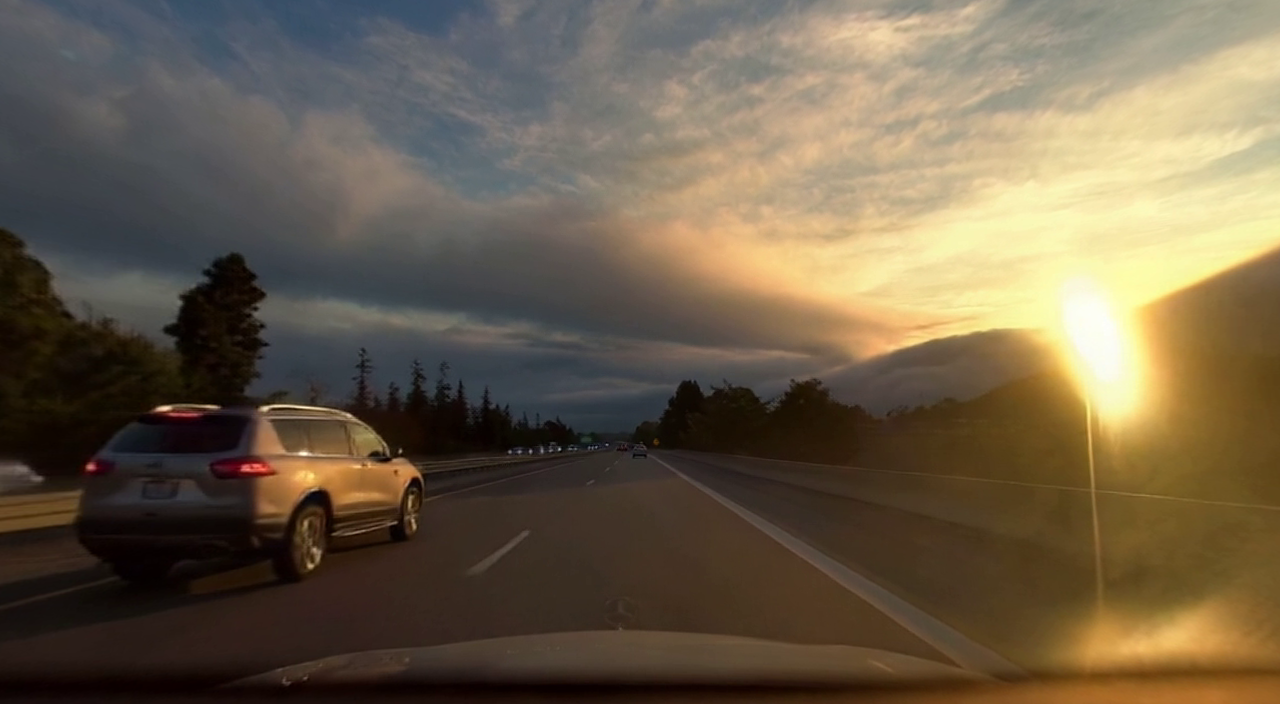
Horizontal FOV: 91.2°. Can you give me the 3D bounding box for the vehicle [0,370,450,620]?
[{"bbox_3d":[-3.924,1.376,6.845,2.292,1.802,4.481,0,-9,0],"label":"vehicle"}]
